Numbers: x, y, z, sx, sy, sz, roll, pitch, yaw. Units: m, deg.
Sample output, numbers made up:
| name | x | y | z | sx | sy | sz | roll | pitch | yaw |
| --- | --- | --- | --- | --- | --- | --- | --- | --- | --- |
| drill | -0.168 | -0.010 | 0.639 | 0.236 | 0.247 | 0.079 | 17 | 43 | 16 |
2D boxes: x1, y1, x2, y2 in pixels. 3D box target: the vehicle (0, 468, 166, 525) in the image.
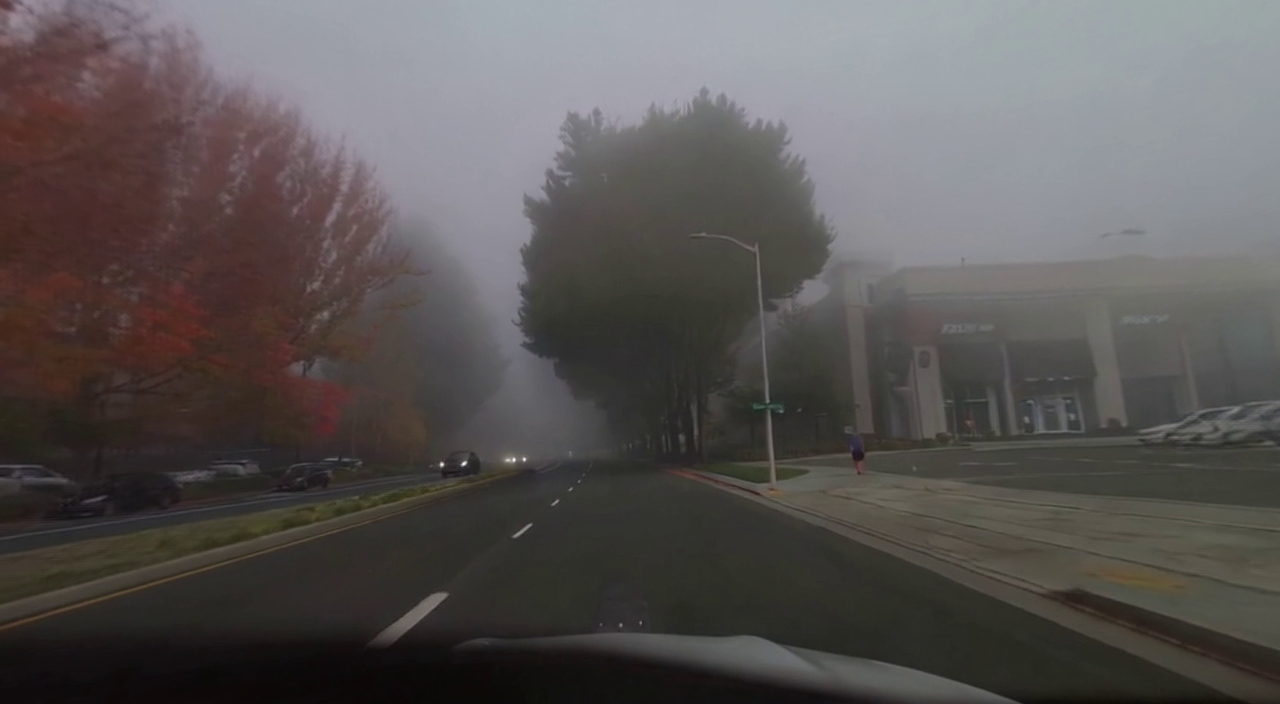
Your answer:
| name | x | y | z | sx | sy | sz | roll | pitch | yaw |
| --- | --- | --- | --- | --- | --- | --- | --- | --- | --- |
| vehicle | -18.412 | 4.687 | 20.799 | 1.887 | 1.490 | 4.432 | 0 | -9 | 0 |

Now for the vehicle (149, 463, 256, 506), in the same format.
| name | x | y | z | sx | sy | sz | roll | pitch | yaw |
| --- | --- | --- | --- | --- | --- | --- | --- | --- | --- |
| vehicle | -18.748 | 5.652 | 27.149 | 1.896 | 1.495 | 4.108 | -4 | -9 | -3 |

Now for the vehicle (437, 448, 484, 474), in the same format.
| name | x | y | z | sx | sy | sz | roll | pitch | yaw |
| --- | --- | --- | --- | --- | --- | --- | --- | --- | --- |
| vehicle | -12.951 | 7.881 | 45.582 | 2.075 | 1.765 | 4.684 | 0 | -9 | -2 |
